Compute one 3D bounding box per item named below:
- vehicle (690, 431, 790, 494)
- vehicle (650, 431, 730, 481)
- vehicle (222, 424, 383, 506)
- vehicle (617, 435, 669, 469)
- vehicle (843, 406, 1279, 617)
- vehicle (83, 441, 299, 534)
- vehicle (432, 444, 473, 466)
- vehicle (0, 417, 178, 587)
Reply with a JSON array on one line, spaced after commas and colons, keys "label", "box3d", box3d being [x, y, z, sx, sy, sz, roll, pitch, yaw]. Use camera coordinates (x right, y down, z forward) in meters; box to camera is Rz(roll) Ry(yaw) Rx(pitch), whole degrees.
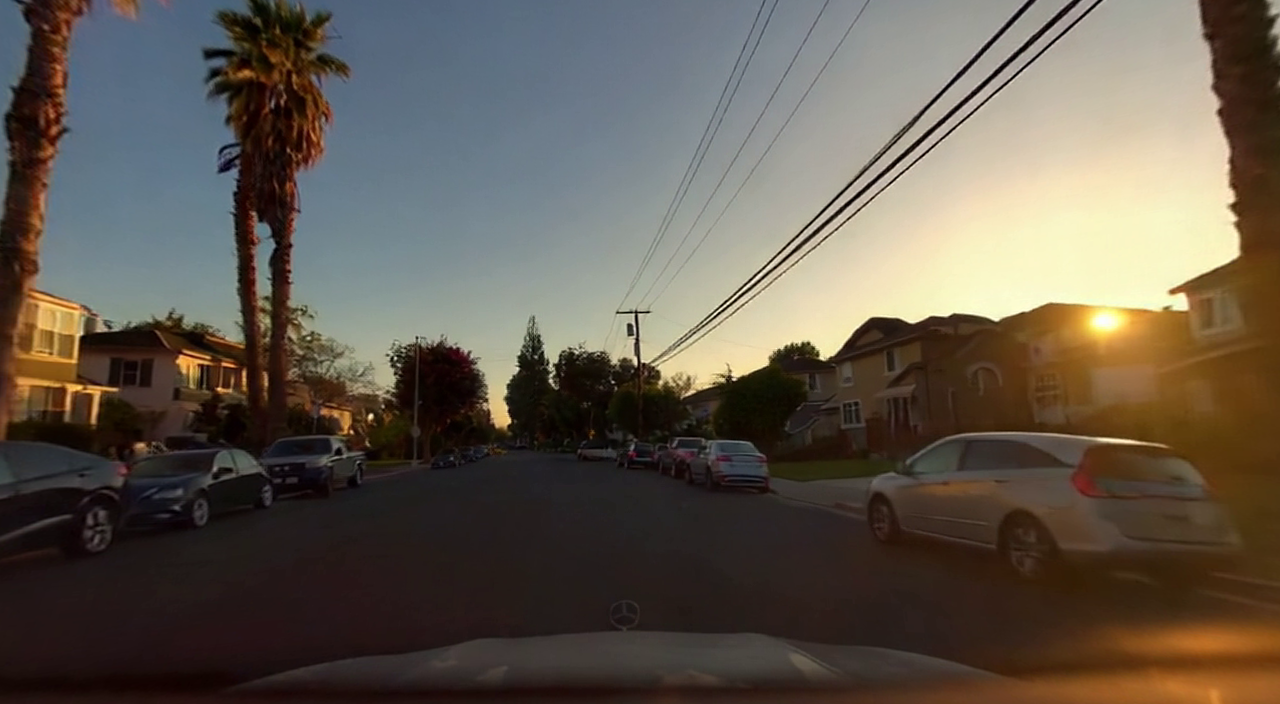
[{"label": "vehicle", "box3d": [2.900, 3.323, 19.337, 1.894, 1.675, 4.294, 1, -8, -7]}, {"label": "vehicle", "box3d": [1.849, 4.086, 25.039, 1.922, 1.761, 4.633, 2, -9, -12]}, {"label": "vehicle", "box3d": [-9.314, 3.142, 18.166, 2.300, 1.943, 5.744, 1, -9, -10]}, {"label": "vehicle", "box3d": [0.077, 5.696, 36.161, 2.115, 1.826, 4.871, 1, -9, -10]}, {"label": "vehicle", "box3d": [4.399, 1.585, 7.333, 1.943, 1.623, 4.471, 1, -9, -10]}, {"label": "vehicle", "box3d": [-8.473, 2.515, 12.472, 1.801, 1.477, 4.239, 1, -9, -11]}, {"label": "vehicle", "box3d": [-13.264, 7.289, 44.908, 2.013, 1.483, 4.645, 1, -8, -7]}, {"label": "vehicle", "box3d": [-7.505, 1.649, 7.126, 1.919, 1.678, 4.385, -2, -7, -10]}]
